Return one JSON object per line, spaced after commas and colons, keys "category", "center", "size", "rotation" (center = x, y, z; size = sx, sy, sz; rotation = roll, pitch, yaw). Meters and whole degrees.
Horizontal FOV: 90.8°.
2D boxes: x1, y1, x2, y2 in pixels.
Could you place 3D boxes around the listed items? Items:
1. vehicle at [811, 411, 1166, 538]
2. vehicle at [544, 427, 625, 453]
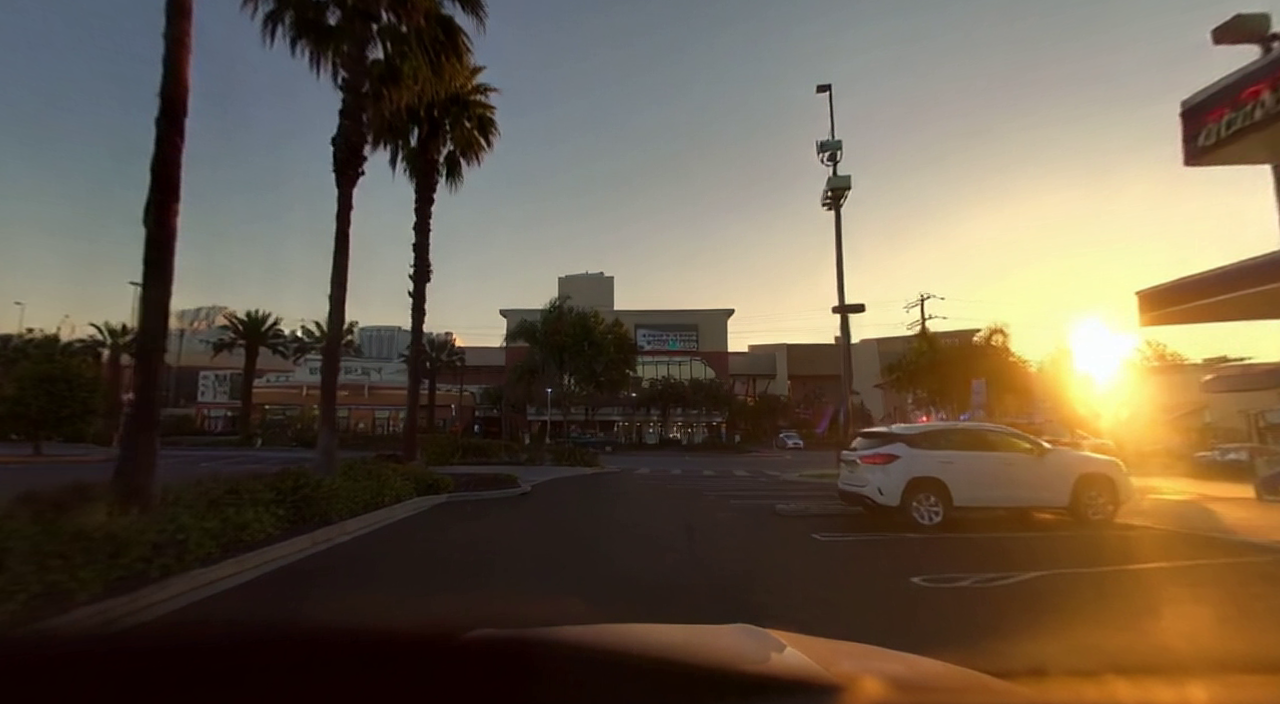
{"category": "vehicle", "center": [5.452, 1.938, 10.412], "size": [4.560, 1.818, 2.148], "rotation": [0, -8, -4]}
{"category": "vehicle", "center": [-4.046, 6.470, 46.640], "size": [5.763, 1.840, 2.077], "rotation": [0, -8, -2]}
